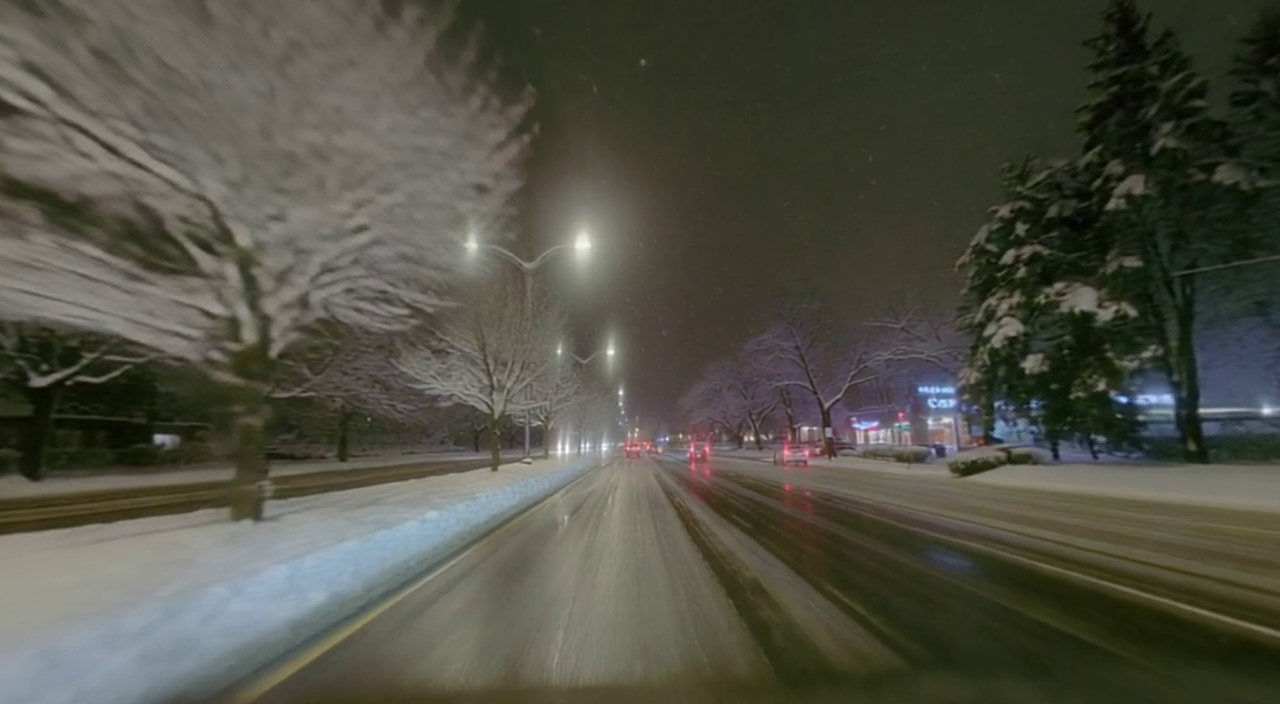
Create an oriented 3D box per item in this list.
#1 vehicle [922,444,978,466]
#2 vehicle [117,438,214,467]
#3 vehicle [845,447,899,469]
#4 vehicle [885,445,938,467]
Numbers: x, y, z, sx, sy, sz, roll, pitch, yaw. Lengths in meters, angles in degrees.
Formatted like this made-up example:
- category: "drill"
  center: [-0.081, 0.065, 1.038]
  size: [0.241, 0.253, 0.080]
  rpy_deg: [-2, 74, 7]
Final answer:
- category: "vehicle"
  center: [22.269, 7.410, 45.622]
  size: [1.895, 1.471, 4.511]
  rpy_deg: [-1, -9, 2]
- category: "vehicle"
  center: [-28.948, 6.146, 38.660]
  size: [4.208, 1.648, 1.980]
  rpy_deg: [1, -8, -4]
- category: "vehicle"
  center: [16.454, 7.507, 45.030]
  size: [1.863, 1.445, 4.703]
  rpy_deg: [1, -8, -2]
- category: "vehicle"
  center: [19.472, 7.479, 45.484]
  size: [1.972, 1.461, 4.021]
  rpy_deg: [1, -8, 0]
